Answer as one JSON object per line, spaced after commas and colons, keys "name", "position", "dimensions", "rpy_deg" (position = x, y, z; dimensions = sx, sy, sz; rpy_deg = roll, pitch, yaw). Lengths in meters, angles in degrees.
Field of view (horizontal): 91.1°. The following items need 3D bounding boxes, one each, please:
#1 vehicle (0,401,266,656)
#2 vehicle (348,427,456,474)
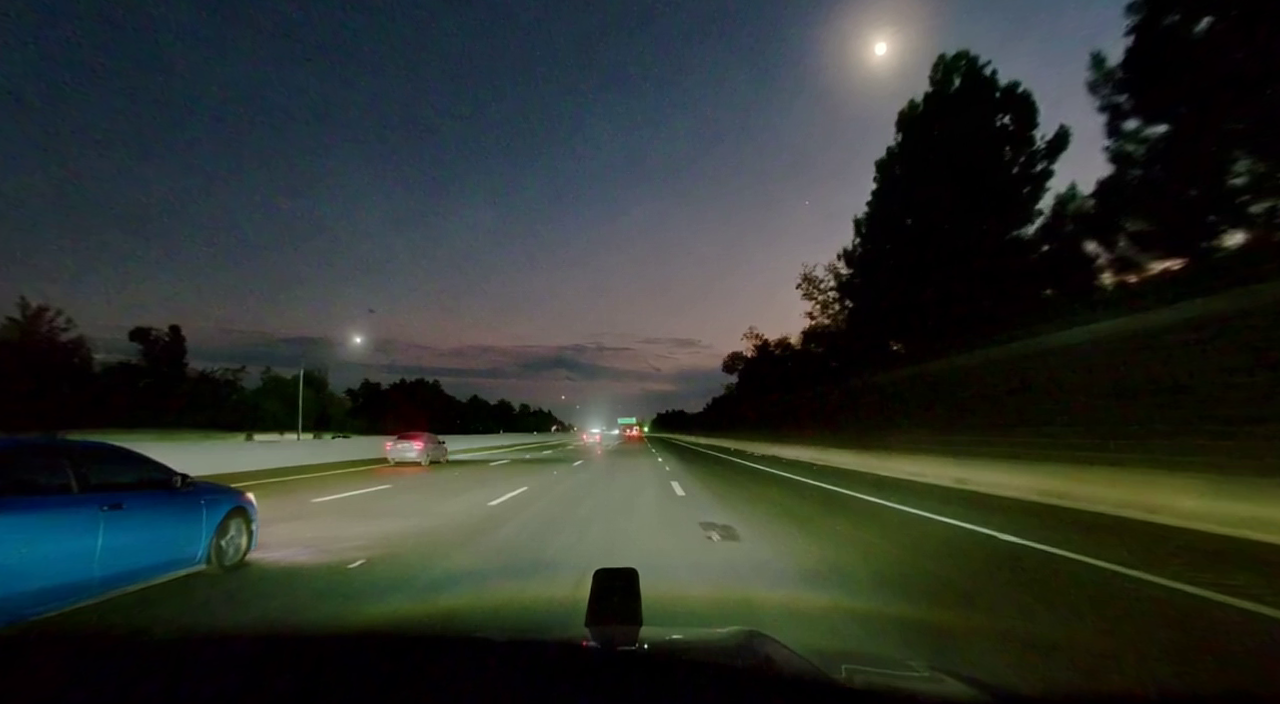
{"name": "vehicle", "position": [-4.830, 1.123, 4.297], "dimensions": [2.079, 1.500, 3.881], "rpy_deg": [0, -8, 1]}
{"name": "vehicle", "position": [-8.748, 3.656, 23.661], "dimensions": [2.053, 1.582, 4.878], "rpy_deg": [0, -8, 1]}
